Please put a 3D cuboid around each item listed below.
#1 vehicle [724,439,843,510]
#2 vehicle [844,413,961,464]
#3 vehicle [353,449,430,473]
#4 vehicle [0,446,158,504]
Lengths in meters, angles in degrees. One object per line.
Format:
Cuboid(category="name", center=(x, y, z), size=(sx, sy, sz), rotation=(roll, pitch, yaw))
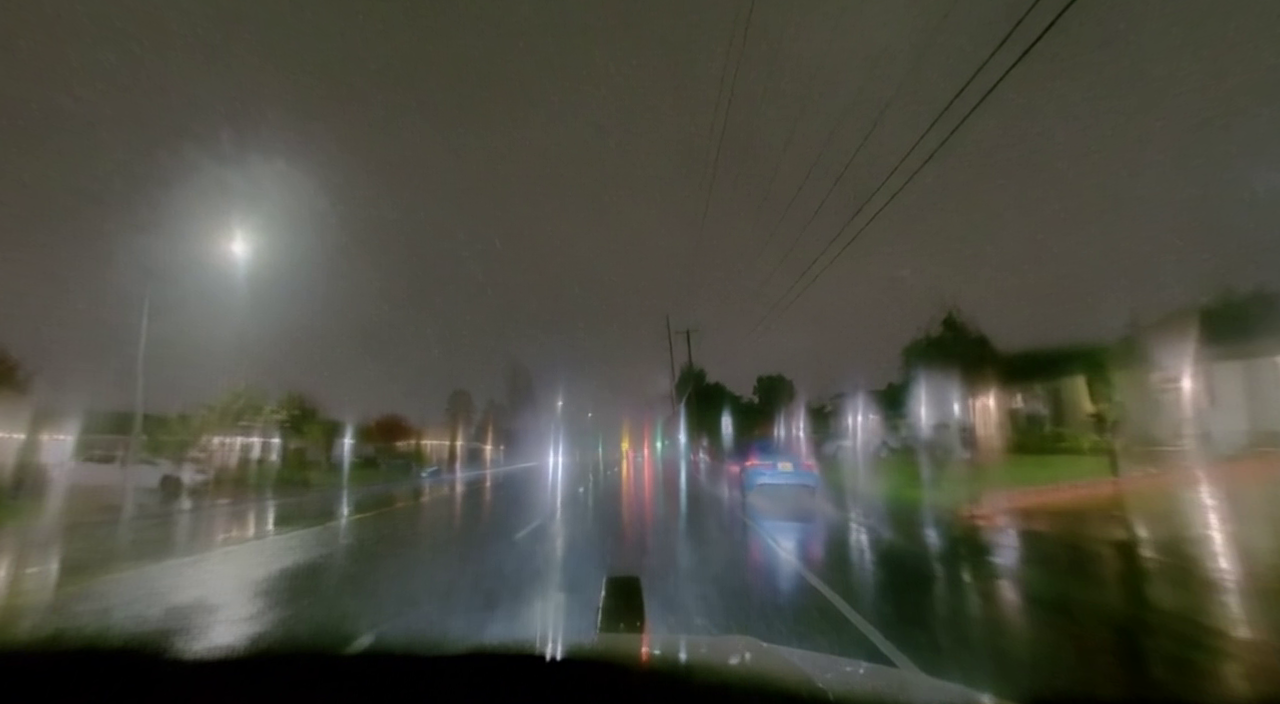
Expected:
Cuboid(category="vehicle", center=(3.297, 2.889, 15.445), size=(2.016, 1.477, 4.207), rotation=(0, -8, 2))
Cuboid(category="vehicle", center=(11.219, 3.678, 26.927), size=(4.591, 1.867, 2.057), rotation=(2, -10, -31))
Cuboid(category="vehicle", center=(-19.366, 8.489, 49.347), size=(5.044, 1.782, 2.152), rotation=(-1, -8, 3))
Cuboid(category="vehicle", center=(-21.265, 4.482, 23.285), size=(4.912, 1.936, 2.355), rotation=(2, -9, -2))
